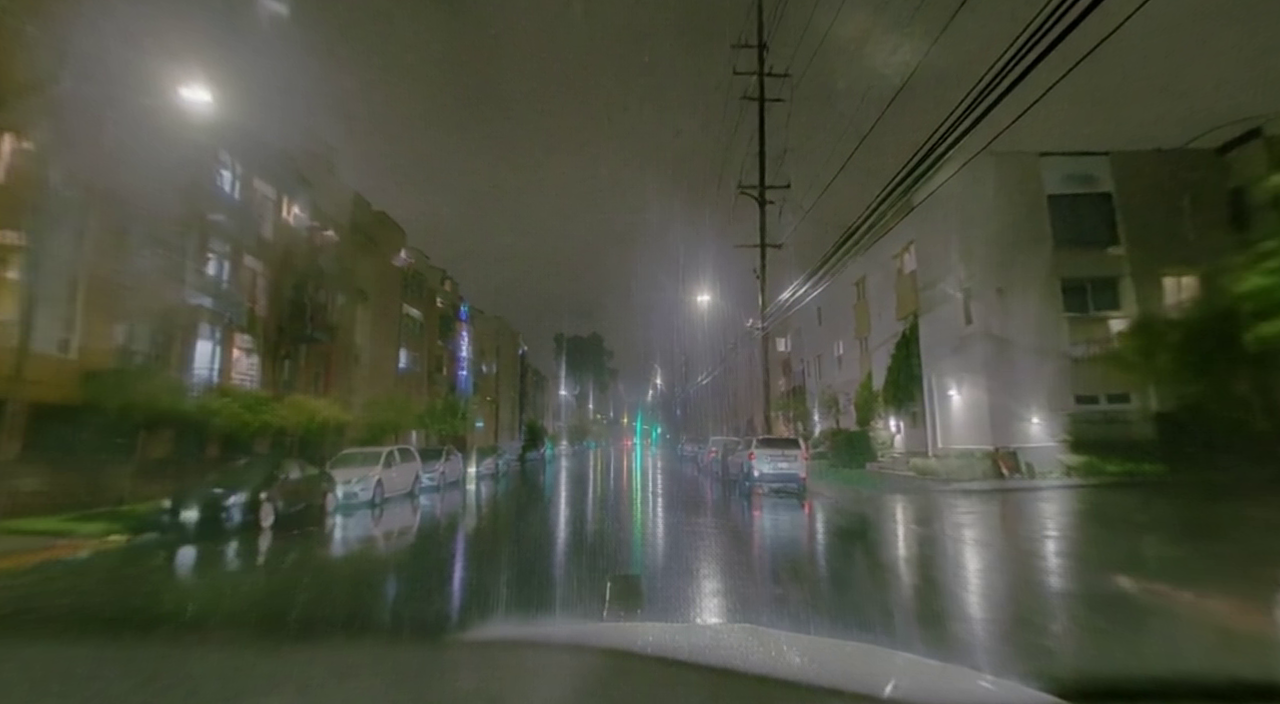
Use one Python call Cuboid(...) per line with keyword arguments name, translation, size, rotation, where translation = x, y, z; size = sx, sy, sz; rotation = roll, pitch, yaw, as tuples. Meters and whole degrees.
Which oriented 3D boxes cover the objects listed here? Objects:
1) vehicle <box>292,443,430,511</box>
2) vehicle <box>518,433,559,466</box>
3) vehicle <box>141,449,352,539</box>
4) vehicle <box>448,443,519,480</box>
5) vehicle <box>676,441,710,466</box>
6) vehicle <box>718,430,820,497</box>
Cuboid(name="vehicle", translation=(-7.777, 3.541, 18.222), size=(1.917, 1.618, 4.825), rotation=(-1, -10, -2))
Cuboid(name="vehicle", translation=(-7.725, 7.500, 48.774), size=(2.351, 2.251, 5.856), rotation=(-2, -8, -2))
Cuboid(name="vehicle", translation=(-7.636, 2.726, 12.832), size=(1.873, 1.437, 4.068), rotation=(-1, -8, -4))
Cuboid(name="vehicle", translation=(-7.456, 5.226, 30.608), size=(2.145, 1.488, 4.646), rotation=(-2, -8, 1))
Cuboid(name="vehicle", translation=(3.655, 7.059, 44.226), size=(1.925, 1.634, 4.419), rotation=(0, -8, 0))
Cuboid(name="vehicle", translation=(3.609, 3.215, 18.591), size=(2.095, 1.694, 4.592), rotation=(-1, -8, 1))
